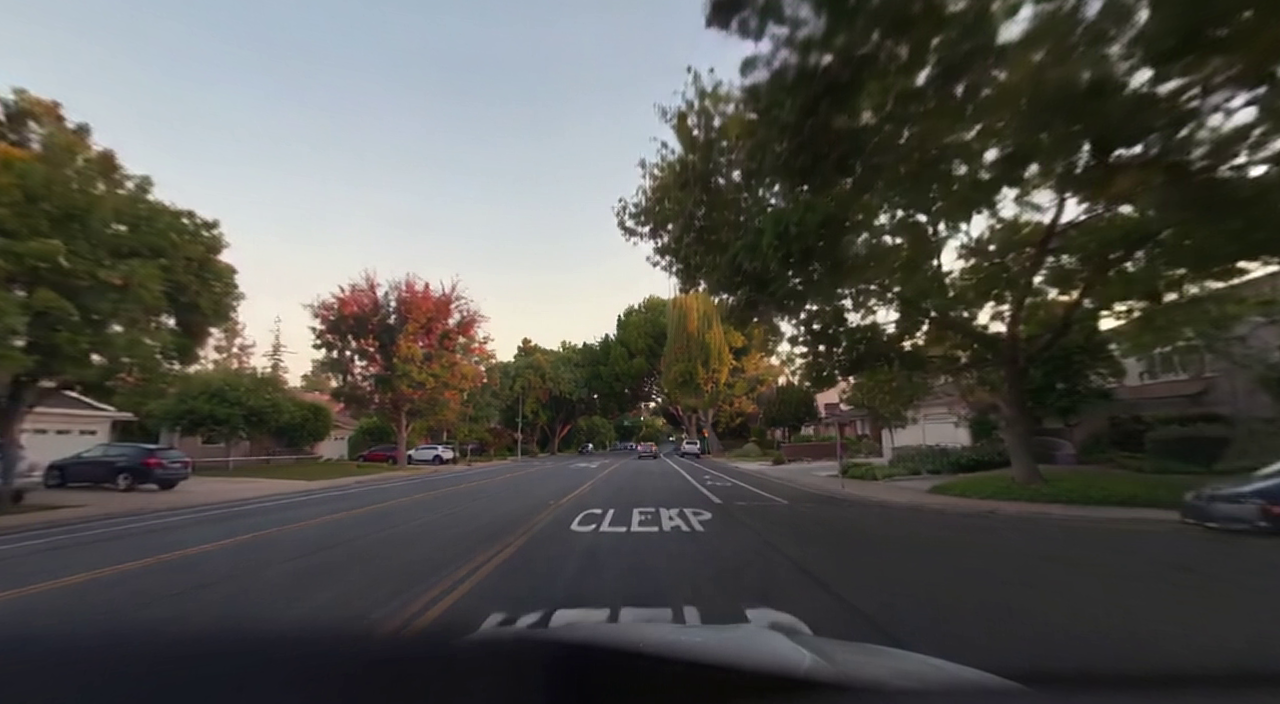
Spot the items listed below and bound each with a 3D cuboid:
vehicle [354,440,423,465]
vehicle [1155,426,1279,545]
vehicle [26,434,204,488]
[{"bbox_3d":[-18.887,7.546,47.353,4.372,1.745,2.017,6,-10,-35],"label":"vehicle"},{"bbox_3d":[10.728,1.832,8.871,4.818,1.525,2.163,-1,-9,10],"label":"vehicle"},{"bbox_3d":[-19.219,3.994,23.265,4.630,1.896,2.092,0,-9,0],"label":"vehicle"}]
